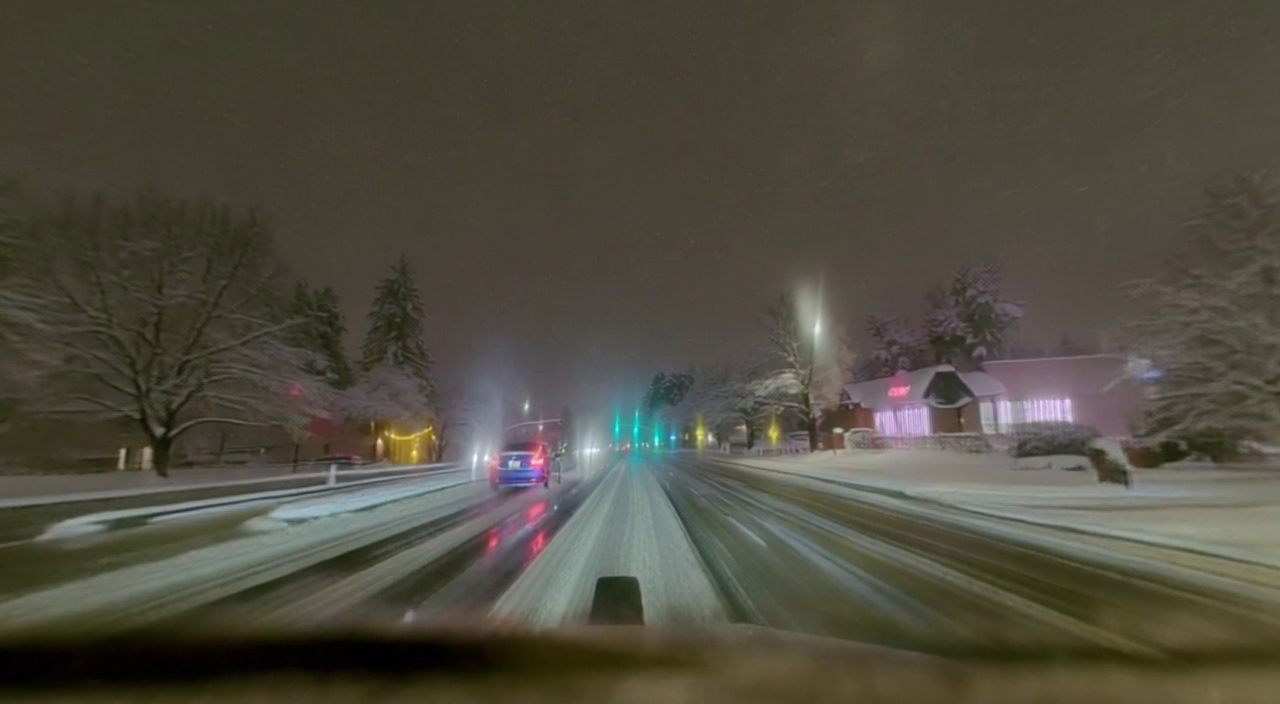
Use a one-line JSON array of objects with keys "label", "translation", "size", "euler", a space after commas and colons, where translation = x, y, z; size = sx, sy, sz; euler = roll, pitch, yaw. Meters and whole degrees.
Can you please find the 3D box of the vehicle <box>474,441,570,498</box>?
[{"label": "vehicle", "translation": [-3.343, 3.396, 18.721], "size": [2.005, 1.477, 4.169], "euler": [0, -8, 0]}]
